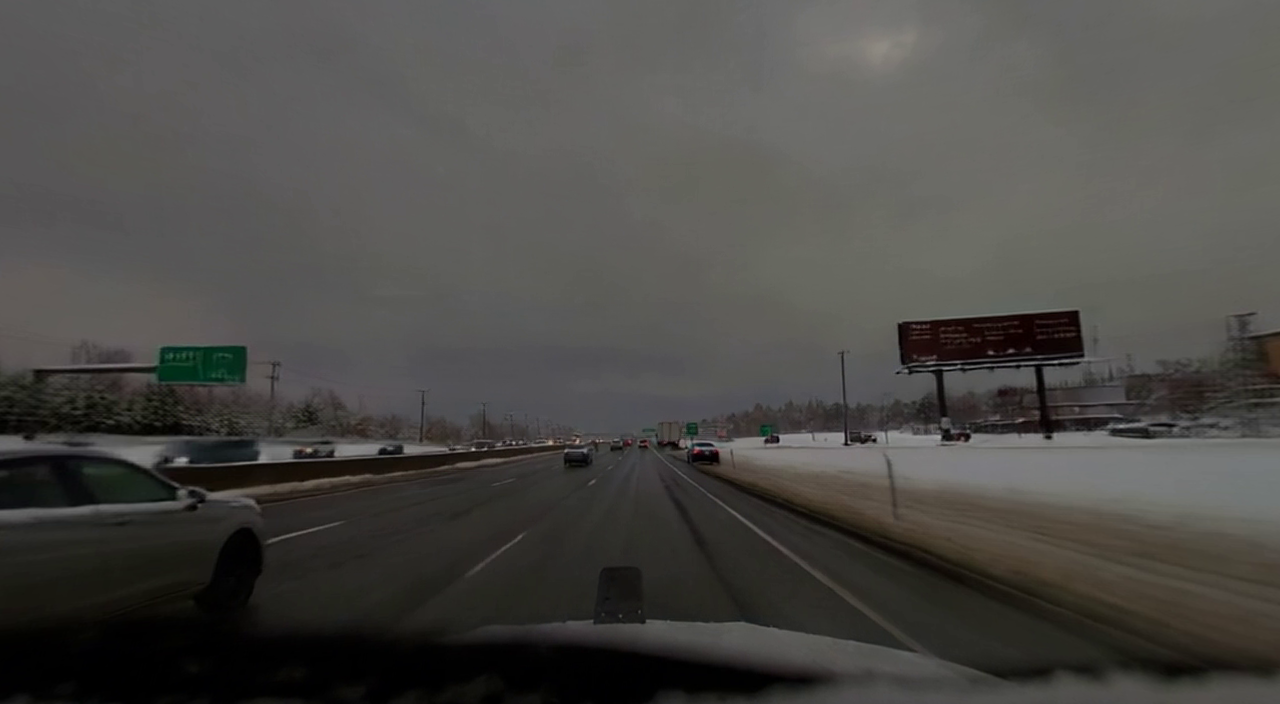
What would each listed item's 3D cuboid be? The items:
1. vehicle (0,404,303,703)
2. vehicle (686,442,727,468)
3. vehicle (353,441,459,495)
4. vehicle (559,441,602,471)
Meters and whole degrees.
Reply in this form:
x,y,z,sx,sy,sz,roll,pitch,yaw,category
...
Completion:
x,y,z,sx,sy,sz,roll,pitch,yaw,category
-3.797,1.017,2.945,2.008,1.504,4.264,0,-9,1,vehicle
4.167,6.598,40.402,2.135,1.532,4.506,0,-9,0,vehicle
-7.210,3.613,19.811,1.865,1.518,3.620,0,-9,1,vehicle
-3.341,5.990,36.274,2.001,1.577,4.055,0,-9,1,vehicle
